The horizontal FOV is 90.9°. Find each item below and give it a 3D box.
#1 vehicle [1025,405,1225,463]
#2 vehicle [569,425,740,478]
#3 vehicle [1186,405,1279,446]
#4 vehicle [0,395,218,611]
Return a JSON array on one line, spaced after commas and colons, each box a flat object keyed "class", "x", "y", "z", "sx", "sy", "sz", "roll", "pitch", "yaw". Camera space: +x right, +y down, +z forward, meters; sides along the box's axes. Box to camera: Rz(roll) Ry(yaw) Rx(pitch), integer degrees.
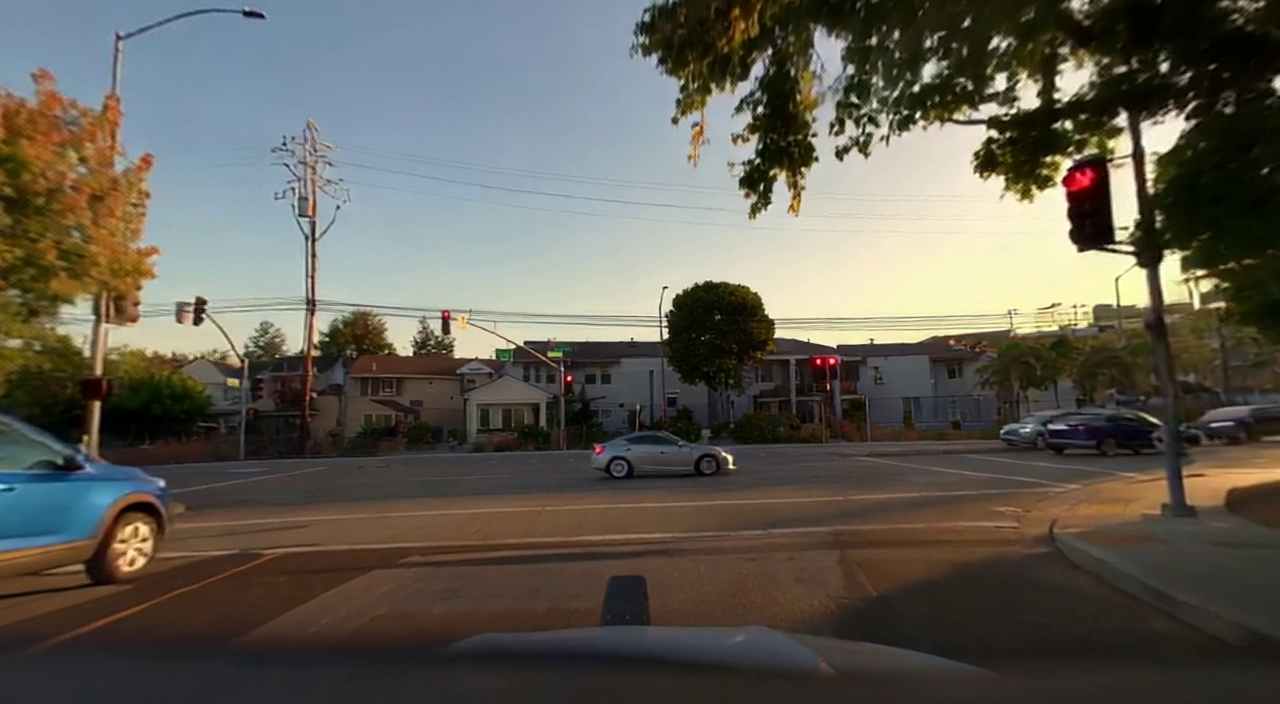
[{"class": "vehicle", "x": 14.857, "y": 2.548, "z": 19.475, "sx": 4.636, "sy": 1.668, "sz": 1.935, "roll": 1, "pitch": -8, "yaw": -4}, {"class": "vehicle", "x": 0.356, "y": 2.893, "z": 18.459, "sx": 4.757, "sy": 1.442, "sz": 1.858, "roll": 1, "pitch": -9, "yaw": -5}, {"class": "vehicle", "x": 28.604, "y": 3.443, "z": 29.193, "sx": 4.966, "sy": 1.806, "sz": 2.007, "roll": 1, "pitch": -9, "yaw": -7}, {"class": "vehicle", "x": -6.135, "y": 1.271, "z": 5.447, "sx": 1.928, "sy": 1.726, "sz": 4.704, "roll": 1, "pitch": -9, "yaw": -4}]
